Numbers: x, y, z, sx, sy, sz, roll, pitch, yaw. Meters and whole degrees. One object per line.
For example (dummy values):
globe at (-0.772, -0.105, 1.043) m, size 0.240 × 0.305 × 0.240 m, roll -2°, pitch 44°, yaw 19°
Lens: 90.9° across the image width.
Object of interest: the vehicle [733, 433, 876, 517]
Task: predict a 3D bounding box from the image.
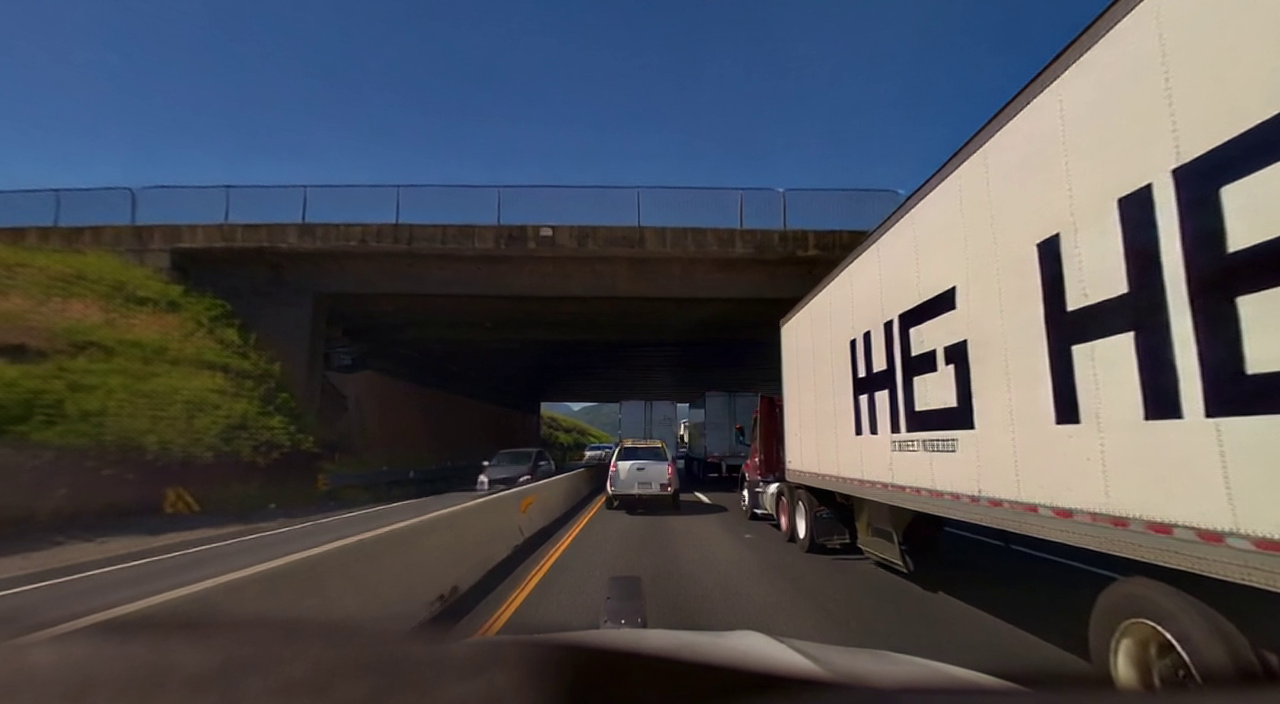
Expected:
vehicle at (3.327, 2.575, 13.604) m, size 1.972 × 1.505 × 3.946 m, roll -1°, pitch -9°, yaw 0°

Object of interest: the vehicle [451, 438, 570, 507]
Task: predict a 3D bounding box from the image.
vehicle at (-3.190, 3.077, 16.501) m, size 2.096 × 1.531 × 4.210 m, roll -1°, pitch -9°, yaw 2°

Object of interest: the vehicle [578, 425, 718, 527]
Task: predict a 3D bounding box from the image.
vehicle at (0.168, 2.324, 12.261) m, size 2.256 × 1.615 × 4.114 m, roll -1°, pitch -9°, yaw 1°

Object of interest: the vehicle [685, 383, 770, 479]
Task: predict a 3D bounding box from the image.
vehicle at (3.880, 3.783, 29.552) m, size 2.948 × 3.974 × 6.480 m, roll -1°, pitch -9°, yaw 0°
